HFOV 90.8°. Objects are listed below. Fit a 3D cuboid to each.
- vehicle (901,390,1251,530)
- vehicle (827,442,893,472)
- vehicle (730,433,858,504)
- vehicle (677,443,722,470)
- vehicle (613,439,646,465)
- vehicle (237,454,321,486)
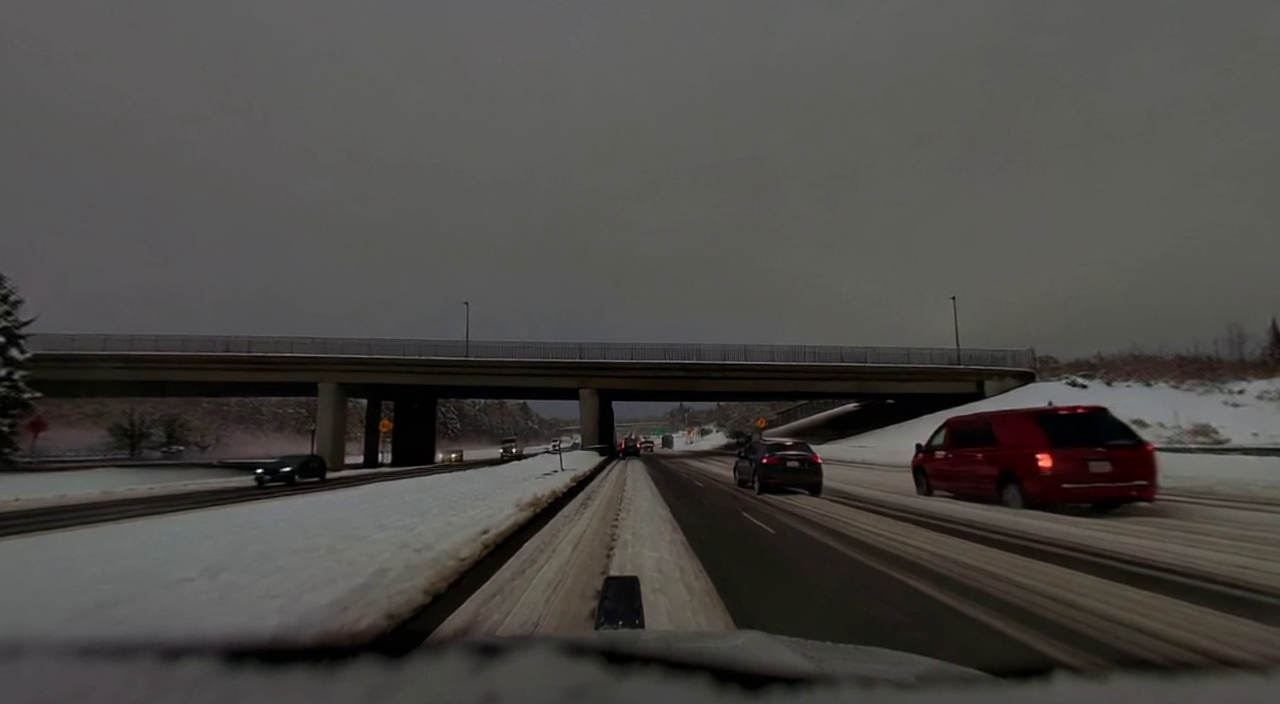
[{"bbox_3d":[7.648,2.023,12.311,2.448,2.042,5.959,0,-8,-1],"label":"vehicle"},{"bbox_3d":[11.434,5.467,33.131,1.852,1.463,4.156,0,-8,-1],"label":"vehicle"},{"bbox_3d":[3.806,2.977,16.655,2.005,1.585,4.863,0,-8,-2],"label":"vehicle"},{"bbox_3d":[3.384,6.018,36.586,1.967,1.423,4.503,0,-8,-2],"label":"vehicle"},{"bbox_3d":[-0.761,7.152,45.439,2.256,1.743,4.189,0,-8,-1],"label":"vehicle"},{"bbox_3d":[-19.009,6.209,33.524,1.812,1.471,4.520,0,-8,0],"label":"vehicle"}]
